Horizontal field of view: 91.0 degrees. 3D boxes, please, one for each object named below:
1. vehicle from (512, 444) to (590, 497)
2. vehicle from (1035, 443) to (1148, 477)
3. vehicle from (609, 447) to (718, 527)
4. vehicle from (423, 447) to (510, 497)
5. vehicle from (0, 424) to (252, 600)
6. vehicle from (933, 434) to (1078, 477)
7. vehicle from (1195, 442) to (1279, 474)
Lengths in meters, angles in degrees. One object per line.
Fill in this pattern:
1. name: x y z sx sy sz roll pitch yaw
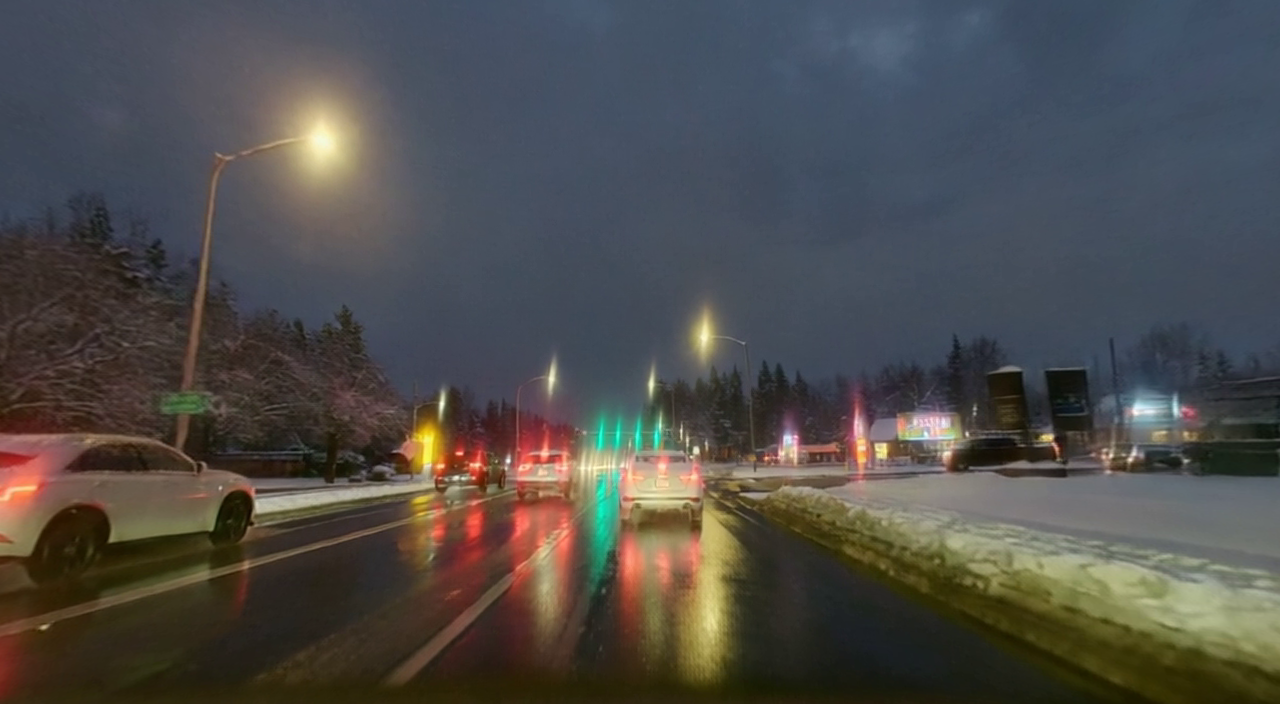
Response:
1. vehicle: -3.145 4.306 23.332 2.055 1.725 4.732 0 -9 2
2. vehicle: 22.429 5.384 31.407 4.220 1.550 1.935 -9 -13 43
3. vehicle: 0.491 2.903 14.155 2.091 1.494 3.962 0 -9 1
4. vehicle: -6.731 4.655 24.993 2.032 1.767 4.549 0 -9 1
5. vehicle: -7.058 1.761 7.593 1.968 1.657 4.230 0 -9 1
6. vehicle: 18.215 5.144 31.607 5.852 1.962 2.323 -8 -11 41
7. vehicle: 30.468 5.215 31.128 1.757 1.496 4.200 8 -11 -42
